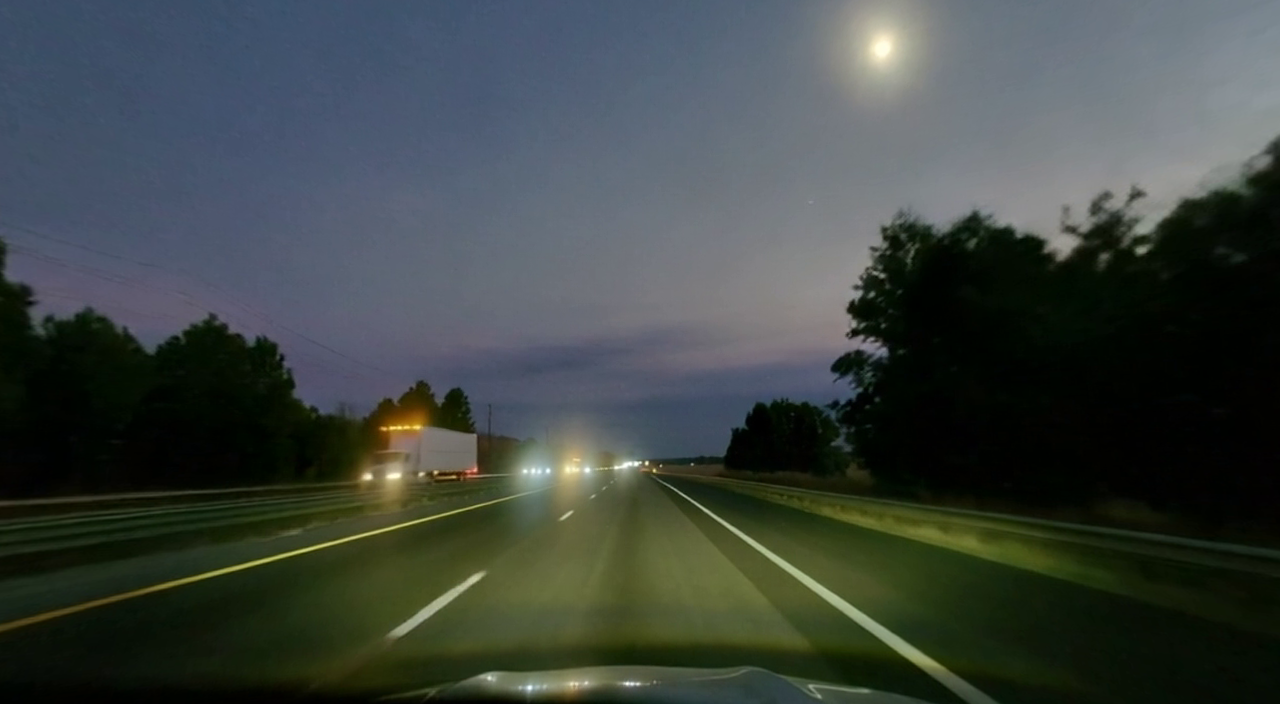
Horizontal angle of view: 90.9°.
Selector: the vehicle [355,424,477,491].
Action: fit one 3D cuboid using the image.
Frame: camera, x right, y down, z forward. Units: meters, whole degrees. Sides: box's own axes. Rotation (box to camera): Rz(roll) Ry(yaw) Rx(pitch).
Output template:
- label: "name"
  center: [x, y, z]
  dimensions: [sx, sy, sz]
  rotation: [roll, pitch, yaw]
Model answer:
- label: "vehicle"
  center: [-16.170, 8.096, 47.787]
  dimensions: [3.208, 4.122, 16.588]
  rotation: [1, -10, 0]
